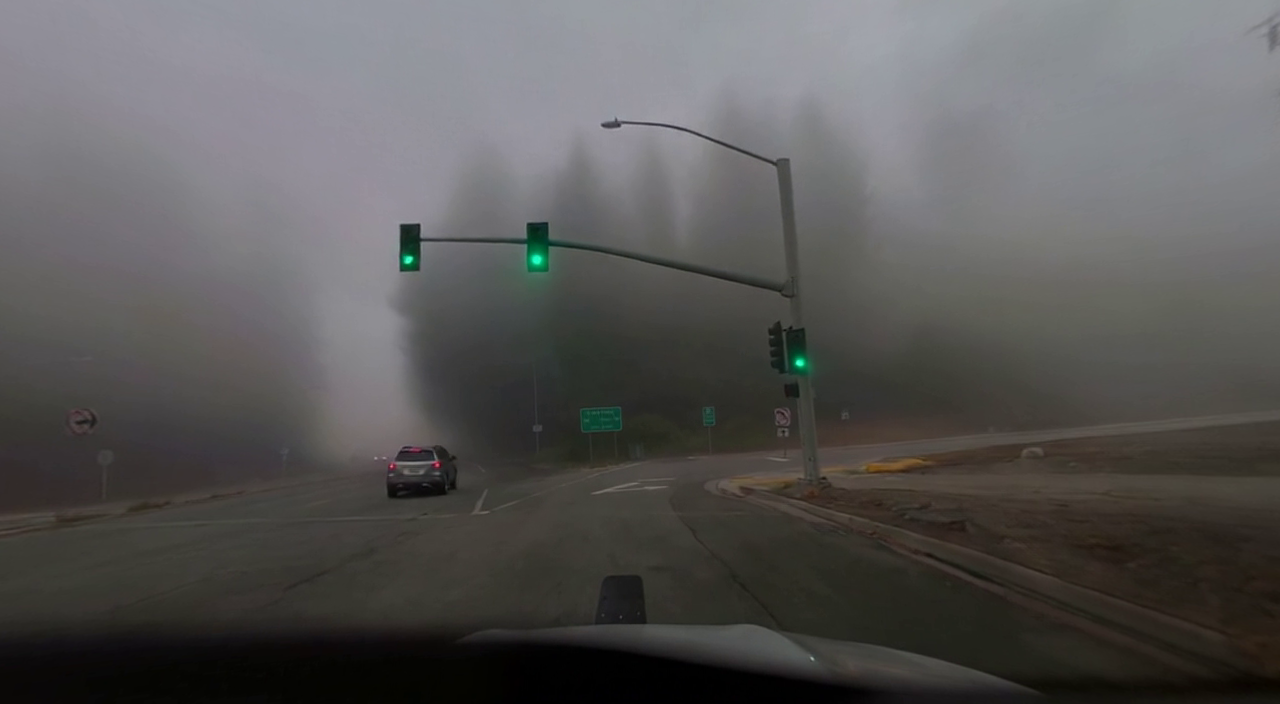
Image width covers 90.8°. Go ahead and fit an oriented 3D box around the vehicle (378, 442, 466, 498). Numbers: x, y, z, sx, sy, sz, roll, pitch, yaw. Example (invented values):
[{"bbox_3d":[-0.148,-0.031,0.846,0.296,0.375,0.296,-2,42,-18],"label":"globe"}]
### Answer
[{"bbox_3d":[-7.388,4.001,21.921,2.134,1.707,4.471,1,-9,-9],"label":"vehicle"}]
